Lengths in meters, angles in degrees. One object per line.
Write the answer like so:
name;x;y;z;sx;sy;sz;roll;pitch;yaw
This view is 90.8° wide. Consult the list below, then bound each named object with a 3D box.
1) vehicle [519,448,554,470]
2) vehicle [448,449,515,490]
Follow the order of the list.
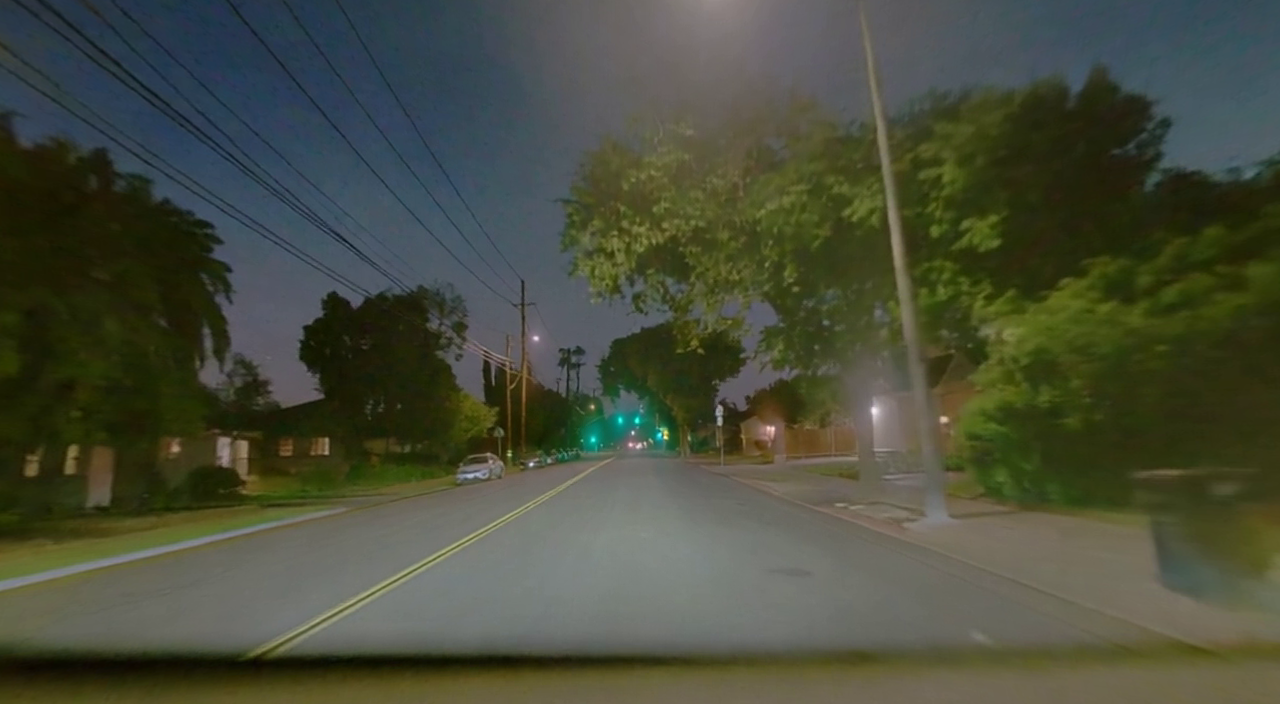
vehicle;-7.746;8.015;47.449;1.949;1.512;3.818;0;-8;0
vehicle;-7.261;5.390;29.382;1.869;1.442;4.344;-9;-8;-1
